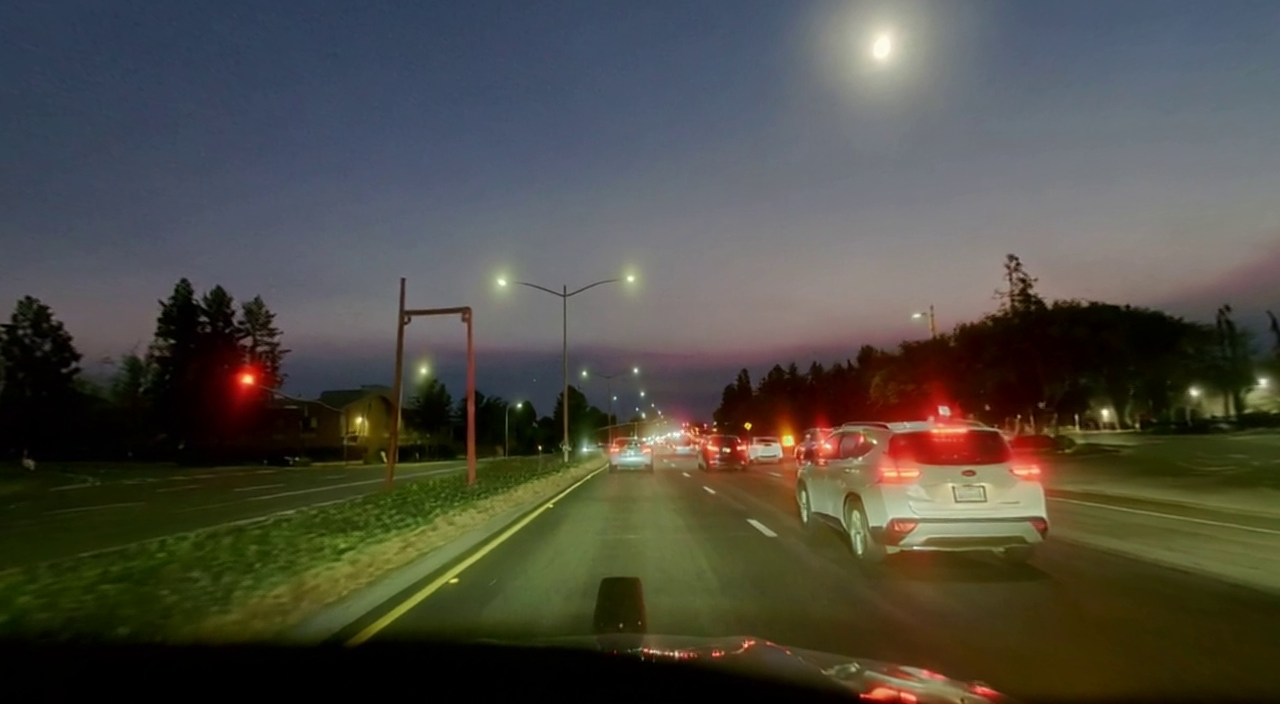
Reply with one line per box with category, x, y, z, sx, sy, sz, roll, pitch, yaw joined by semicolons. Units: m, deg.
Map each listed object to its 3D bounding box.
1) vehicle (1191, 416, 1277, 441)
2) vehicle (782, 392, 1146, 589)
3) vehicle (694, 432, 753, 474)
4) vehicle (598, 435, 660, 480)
vehicle;39.876;5.188;42.286;1.839;1.506;4.108;0;-8;2
vehicle;3.330;1.530;7.715;2.130;1.718;4.310;0;-8;0
vehicle;3.612;4.453;27.934;1.982;1.709;4.427;0;-8;-1
vehicle;-0.357;3.877;23.380;2.111;1.506;4.018;0;-8;0
